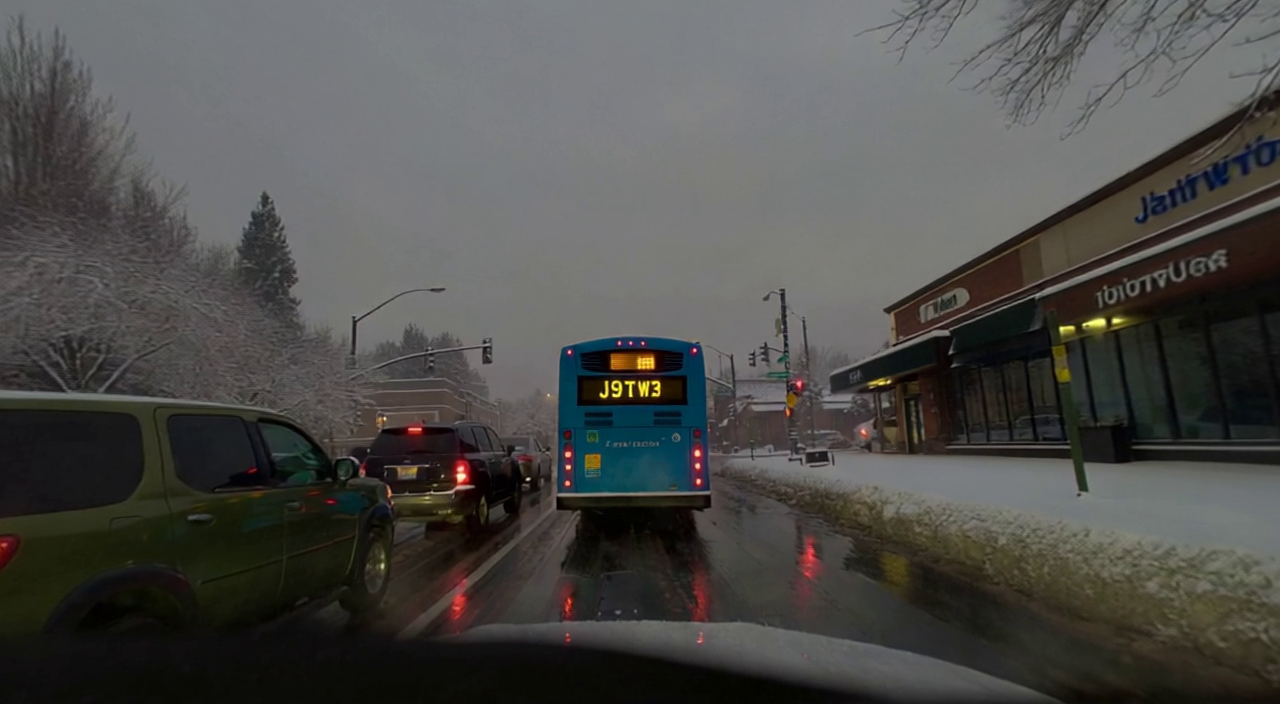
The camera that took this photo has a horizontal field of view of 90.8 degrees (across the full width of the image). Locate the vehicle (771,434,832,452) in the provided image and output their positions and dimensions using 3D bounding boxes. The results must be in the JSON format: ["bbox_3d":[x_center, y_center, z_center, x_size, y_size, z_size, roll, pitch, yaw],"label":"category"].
[{"bbox_3d":[11.899,6.738,46.666,3.949,1.337,1.738,0,-9,-2],"label":"vehicle"}]

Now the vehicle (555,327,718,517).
[{"bbox_3d":[-0.316,1.991,16.571,2.938,3.468,9.972,0,-9,-3],"label":"vehicle"}]

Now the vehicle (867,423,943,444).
[{"bbox_3d":[19.784,6.113,47.215,4.827,1.555,1.863,1,-9,-6],"label":"vehicle"}]

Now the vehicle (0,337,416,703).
[{"bbox_3d":[-3.225,1.090,3.968,2.020,1.725,4.384,0,-8,0],"label":"vehicle"}]

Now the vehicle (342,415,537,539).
[{"bbox_3d":[-3.355,2.204,11.770,2.096,1.828,4.669,0,-8,0],"label":"vehicle"}]
